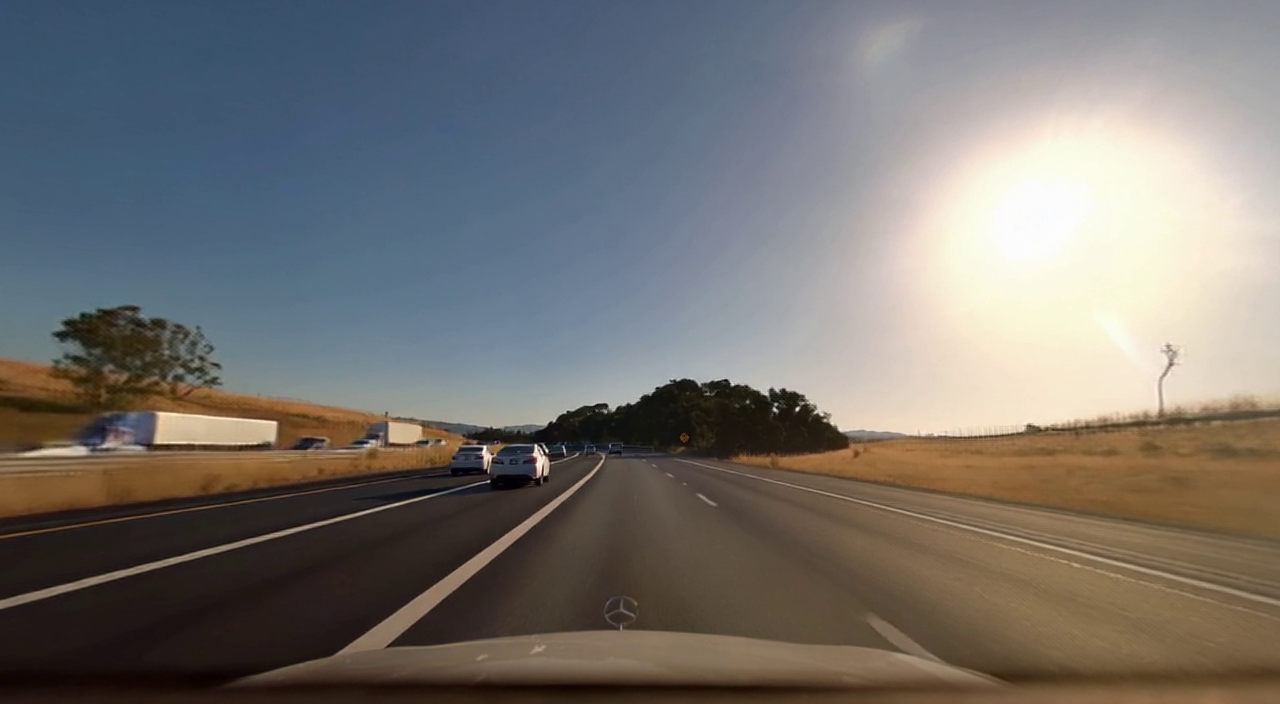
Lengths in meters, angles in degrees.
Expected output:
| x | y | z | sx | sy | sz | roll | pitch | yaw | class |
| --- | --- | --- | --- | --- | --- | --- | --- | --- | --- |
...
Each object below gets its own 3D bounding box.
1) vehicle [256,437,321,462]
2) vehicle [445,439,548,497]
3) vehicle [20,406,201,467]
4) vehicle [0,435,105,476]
| x | y | z | sx | sy | sz | roll | pitch | yaw | class |
| --- | --- | --- | --- | --- | --- | --- | --- | --- | --- |
| -25.481 | 7.106 | 45.998 | 2.068 | 1.700 | 4.741 | 0 | -9 | -1 | vehicle |
| -4.145 | 3.429 | 19.130 | 2.073 | 1.516 | 4.478 | 0 | -9 | 0 | vehicle |
| -32.892 | 5.422 | 40.079 | 3.205 | 3.371 | 9.610 | 0 | -9 | -1 | vehicle |
| -24.819 | 4.207 | 25.844 | 1.840 | 1.483 | 4.590 | 0 | -9 | -1 | vehicle |
